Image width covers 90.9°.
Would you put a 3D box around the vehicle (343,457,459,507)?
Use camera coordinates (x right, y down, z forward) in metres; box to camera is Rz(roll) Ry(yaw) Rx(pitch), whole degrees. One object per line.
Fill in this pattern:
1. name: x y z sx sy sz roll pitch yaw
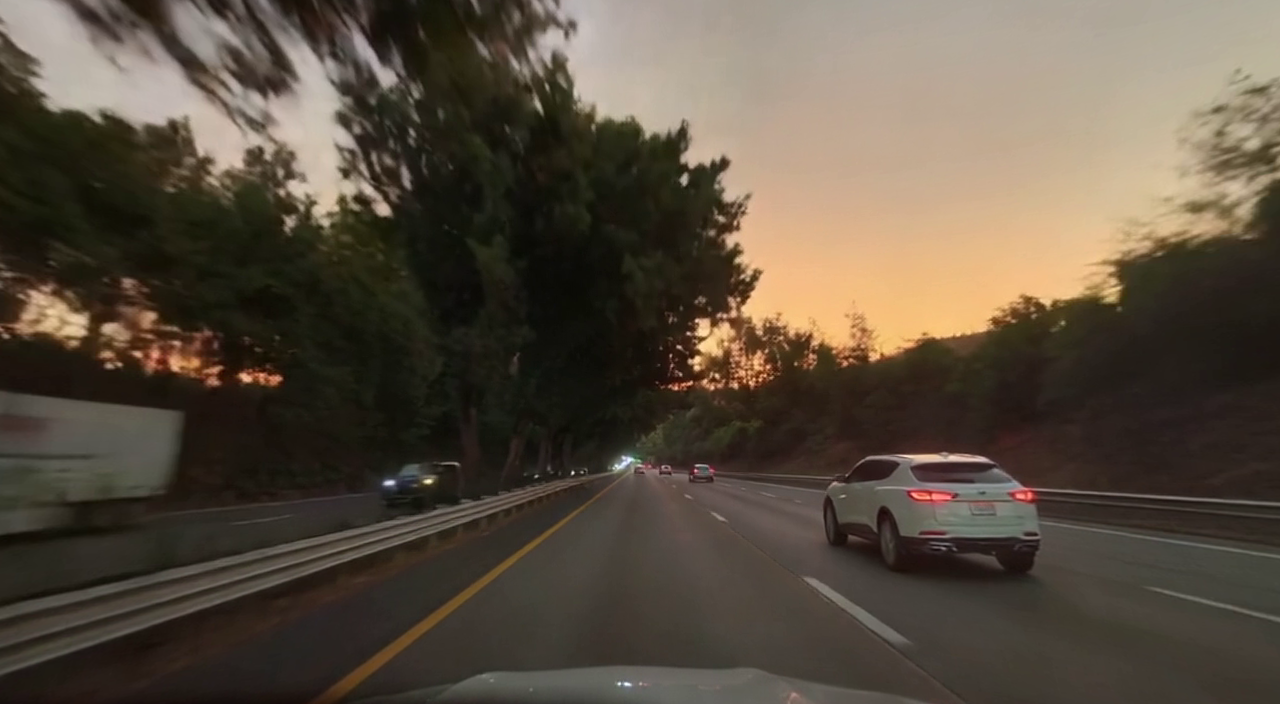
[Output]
1. vehicle: -8.018 4.420 21.678 2.206 1.513 4.401 1 -10 1

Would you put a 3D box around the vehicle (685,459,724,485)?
1. vehicle: 4.122 7.826 41.022 2.156 1.569 3.821 1 -10 0

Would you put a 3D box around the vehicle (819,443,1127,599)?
1. vehicle: 3.863 2.038 8.257 1.825 1.494 3.959 1 -10 0
